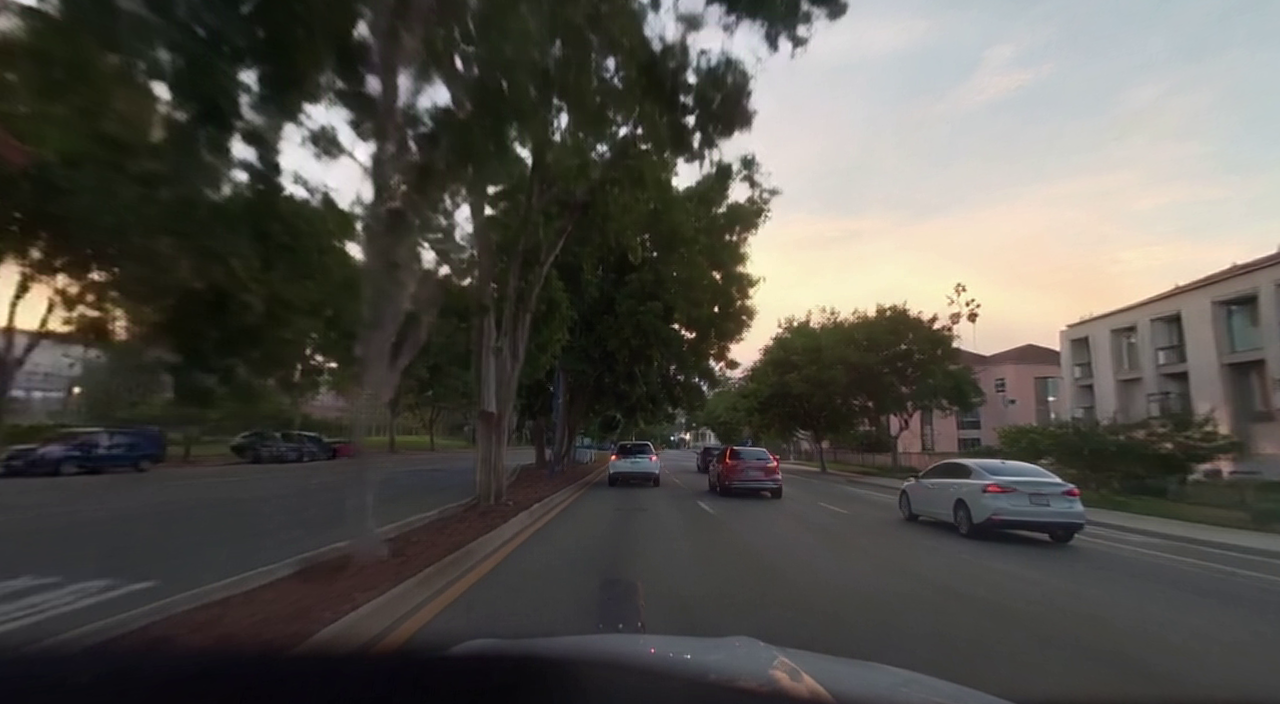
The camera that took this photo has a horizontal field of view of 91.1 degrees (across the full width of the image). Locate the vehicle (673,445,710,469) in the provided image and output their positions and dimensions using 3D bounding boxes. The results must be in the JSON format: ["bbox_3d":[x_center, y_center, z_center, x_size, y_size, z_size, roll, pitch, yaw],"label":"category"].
[{"bbox_3d":[3.286,6.830,41.028,2.012,1.462,4.163,0,-9,-1],"label":"vehicle"}]

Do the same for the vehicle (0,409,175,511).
[{"bbox_3d":[-11.273,2.065,12.286,2.161,1.642,4.587,3,-9,-20],"label":"vehicle"}]

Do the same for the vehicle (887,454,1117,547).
[{"bbox_3d":[6.805,2.788,12.488,1.944,1.458,4.268,0,-9,-1],"label":"vehicle"}]

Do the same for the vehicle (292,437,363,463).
[{"bbox_3d":[-18.934,5.961,38.314,1.851,1.477,4.891,0,-9,-1],"label":"vehicle"}]

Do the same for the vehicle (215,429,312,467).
[{"bbox_3d":[-19.091,4.896,32.142,1.903,1.768,4.985,0,-9,0],"label":"vehicle"}]

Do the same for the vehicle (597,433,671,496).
[{"bbox_3d":[-0.166,3.367,19.126,2.008,1.674,4.239,0,-8,0],"label":"vehicle"}]

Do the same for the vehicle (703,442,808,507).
[{"bbox_3d":[2.905,3.177,16.771,1.932,1.510,4.168,0,-9,-1],"label":"vehicle"}]
